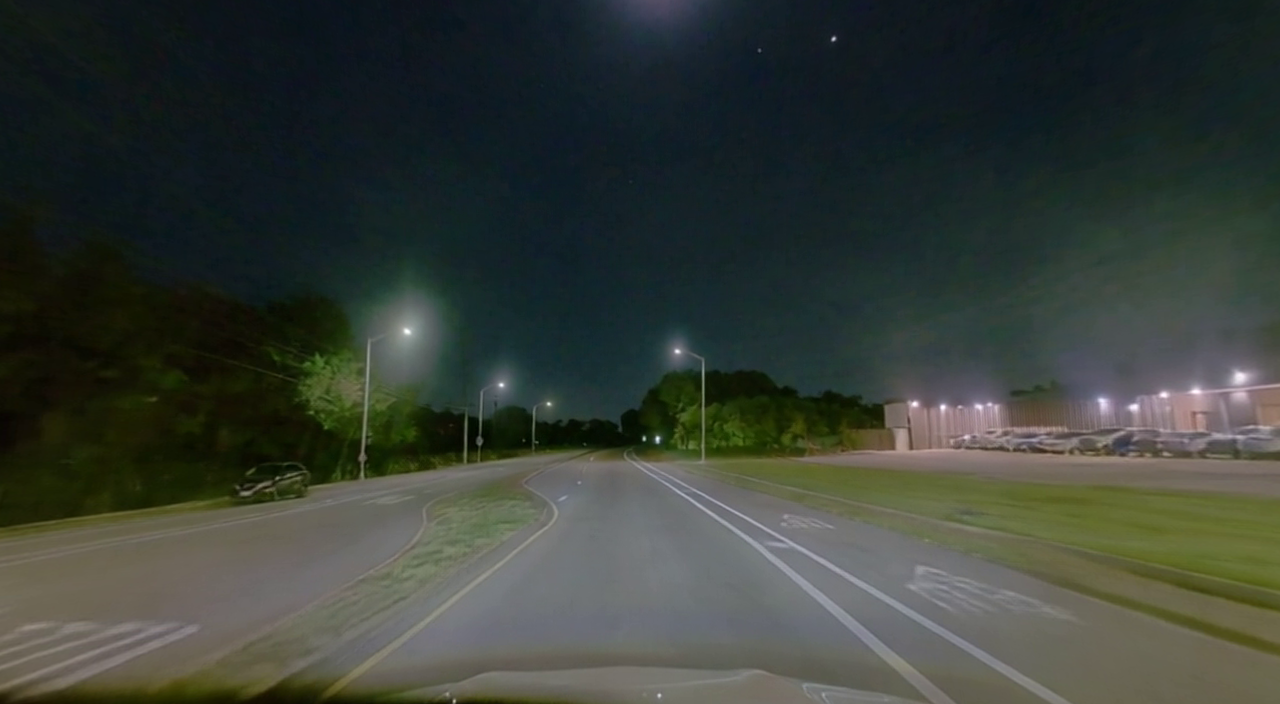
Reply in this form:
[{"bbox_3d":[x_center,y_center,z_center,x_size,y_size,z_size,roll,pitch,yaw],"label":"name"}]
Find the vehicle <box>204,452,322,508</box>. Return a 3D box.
[{"bbox_3d":[-13.599,4.578,23.047,1.952,1.632,4.200,-4,-8,-3],"label":"vehicle"}]
